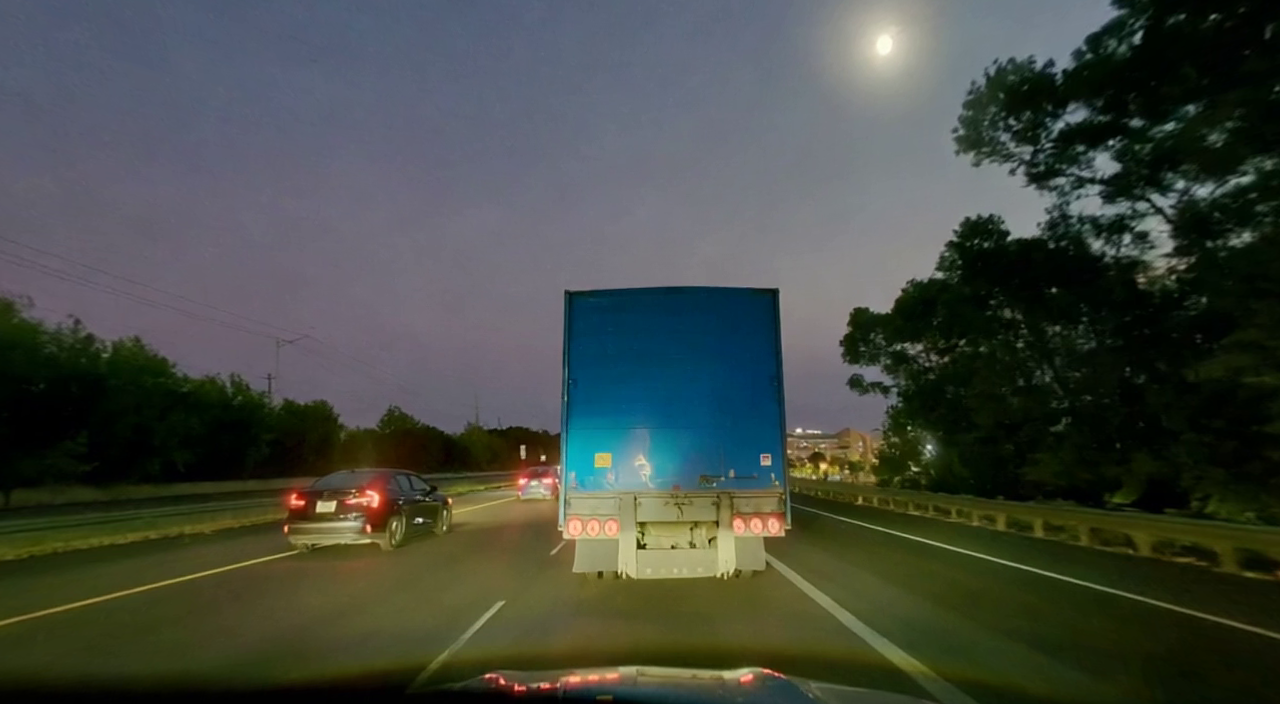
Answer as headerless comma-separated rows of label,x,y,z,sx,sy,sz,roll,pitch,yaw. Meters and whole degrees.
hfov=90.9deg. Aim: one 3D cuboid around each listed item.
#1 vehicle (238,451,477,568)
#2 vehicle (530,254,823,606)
vehicle,-4.258,2.467,10.472,1.891,1.469,4.431,1,-11,0
vehicle,0.543,1.492,10.685,2.831,3.529,8.689,0,-11,3
